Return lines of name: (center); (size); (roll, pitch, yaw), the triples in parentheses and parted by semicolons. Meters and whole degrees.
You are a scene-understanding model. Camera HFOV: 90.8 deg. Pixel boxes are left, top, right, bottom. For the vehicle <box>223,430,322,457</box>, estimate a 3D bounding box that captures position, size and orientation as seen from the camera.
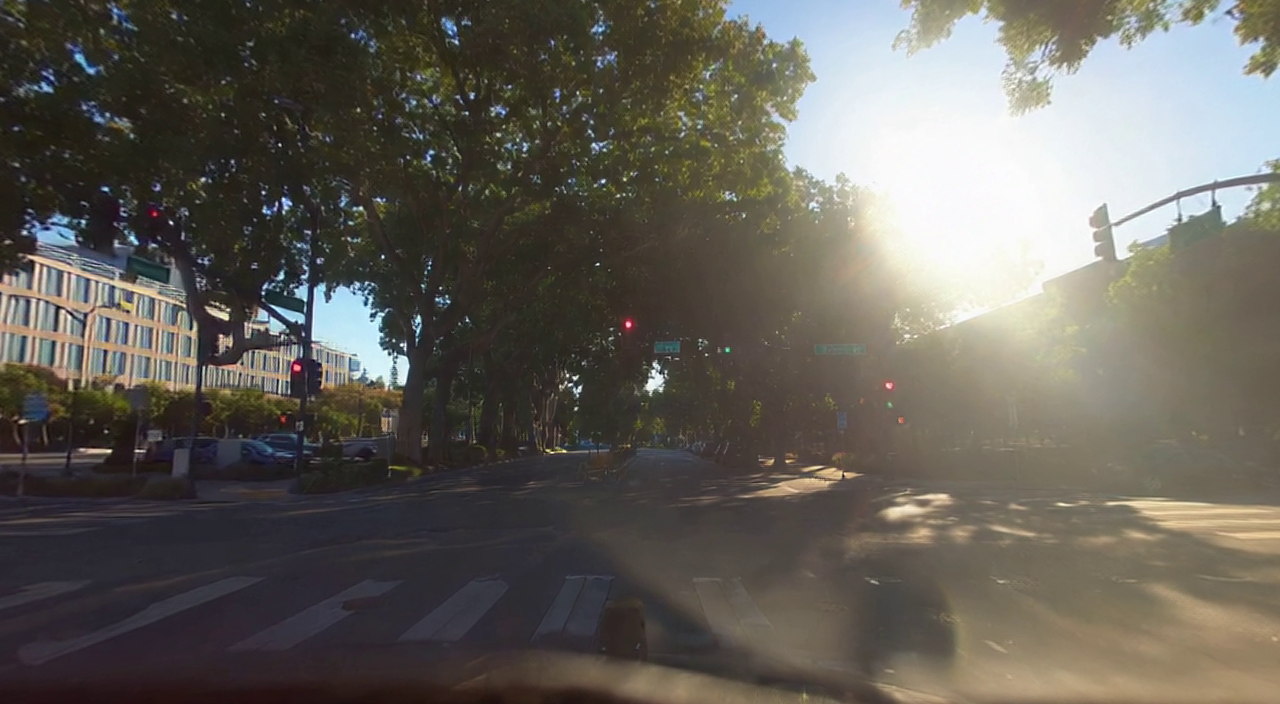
vehicle: (-22.401, 5.584, 38.651); (4.765, 1.593, 1.891); (1, -9, -7)
